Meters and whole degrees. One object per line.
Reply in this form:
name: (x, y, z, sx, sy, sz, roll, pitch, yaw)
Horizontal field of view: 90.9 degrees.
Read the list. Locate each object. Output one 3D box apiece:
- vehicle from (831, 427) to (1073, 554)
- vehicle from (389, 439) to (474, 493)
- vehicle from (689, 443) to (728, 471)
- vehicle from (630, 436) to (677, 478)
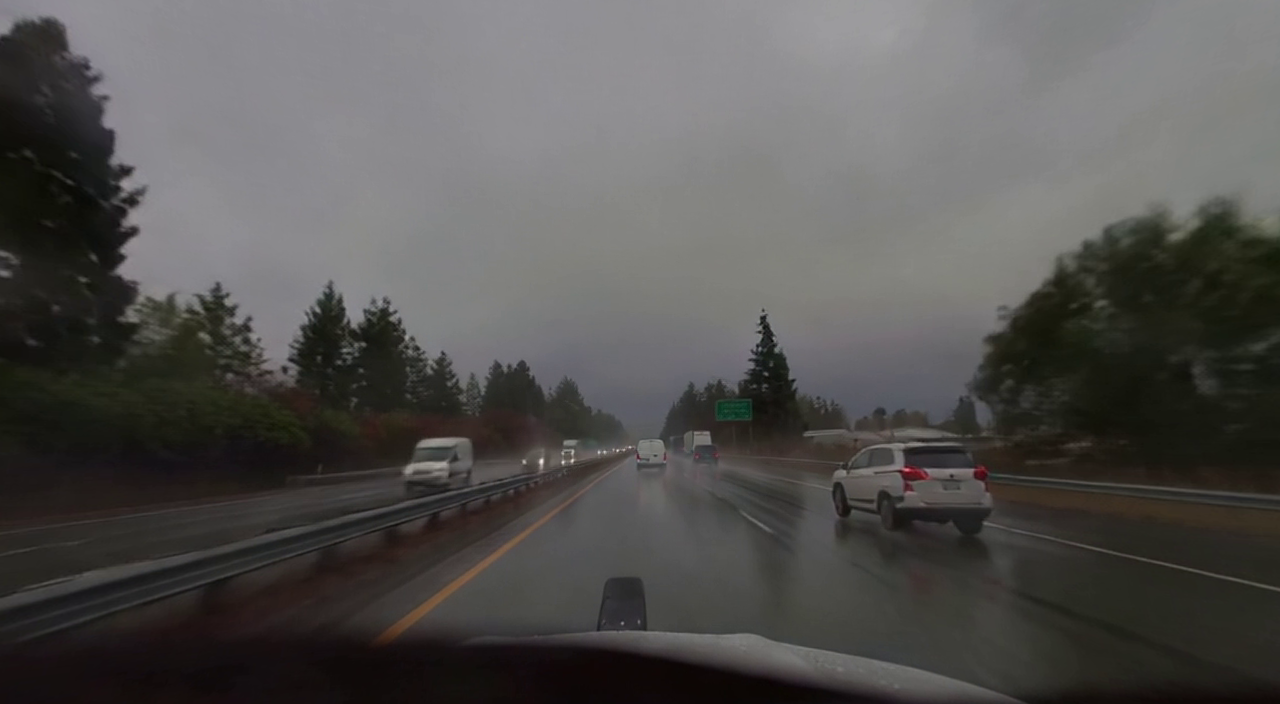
vehicle: (4.436, 1.998, 9.675, 1.868, 1.566, 3.509, 0, -9, 0)
vehicle: (-8.349, 4.600, 25.707, 1.951, 1.990, 4.308, 0, -9, 0)
vehicle: (4.347, 6.784, 40.723, 1.961, 1.689, 3.971, 0, -9, -1)
vehicle: (0.648, 5.203, 31.280, 2.143, 1.925, 4.101, 0, -9, 0)
